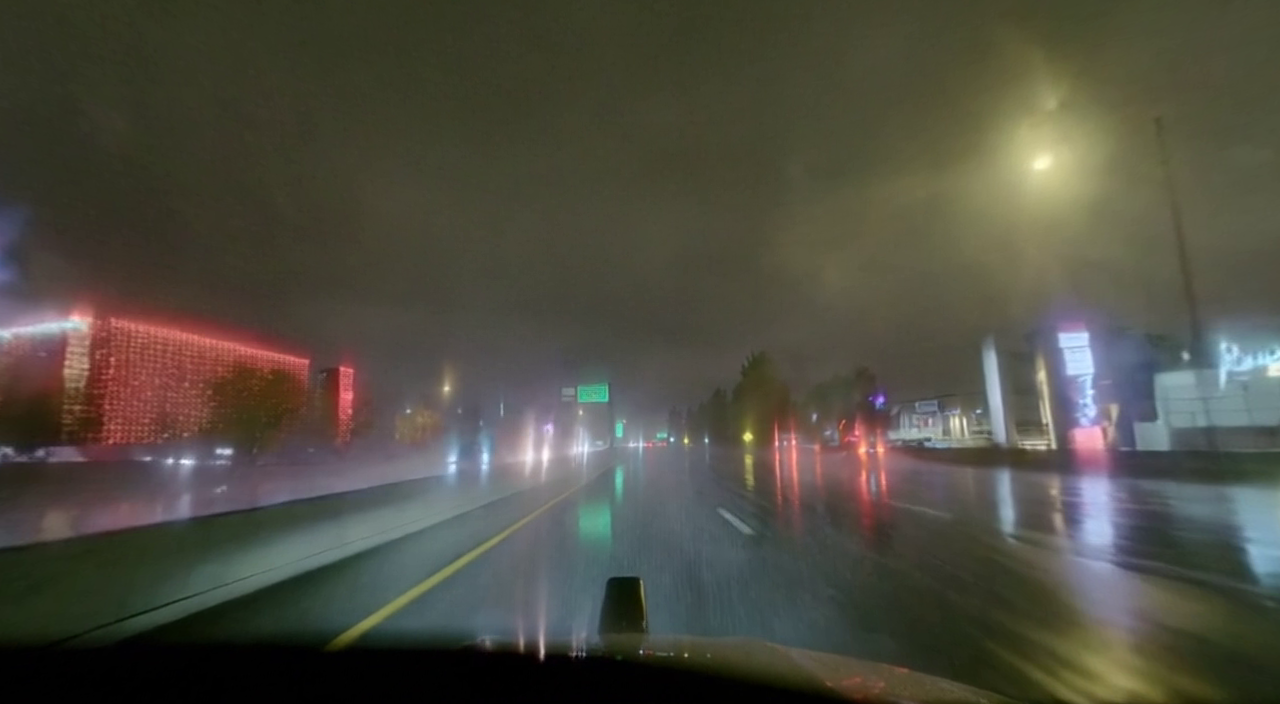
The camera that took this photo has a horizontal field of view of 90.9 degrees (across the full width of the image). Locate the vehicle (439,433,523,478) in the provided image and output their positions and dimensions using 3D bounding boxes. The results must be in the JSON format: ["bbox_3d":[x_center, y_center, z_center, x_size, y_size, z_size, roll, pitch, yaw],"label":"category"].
[{"bbox_3d":[-7.166,4.747,29.159,2.266,1.823,5.768,0,-8,1],"label":"vehicle"}]
